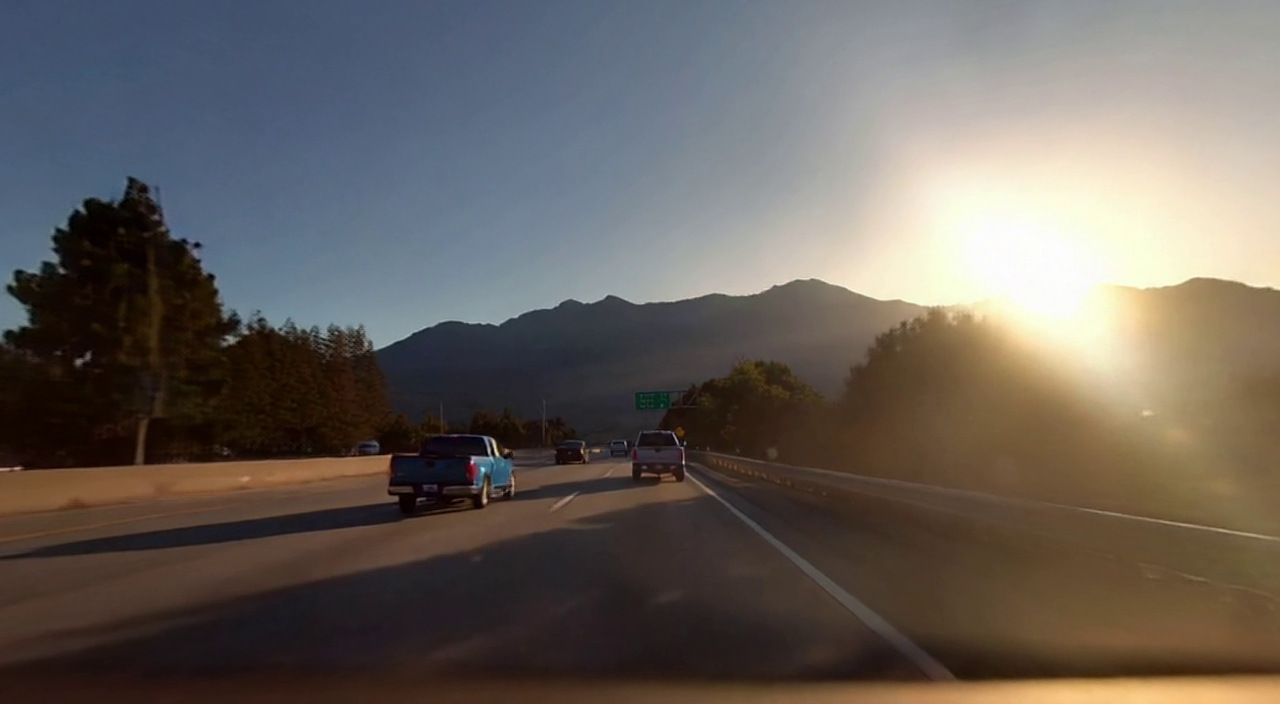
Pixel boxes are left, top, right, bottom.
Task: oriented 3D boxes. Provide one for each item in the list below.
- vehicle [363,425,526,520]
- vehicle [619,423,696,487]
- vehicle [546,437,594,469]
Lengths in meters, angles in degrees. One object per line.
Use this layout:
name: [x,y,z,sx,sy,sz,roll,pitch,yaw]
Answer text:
vehicle: [-3.725,2.370,12.886,1.959,1.604,4.065,0,-8,1]
vehicle: [0.553,3.405,21.070,2.229,1.837,5.387,-1,-8,1]
vehicle: [-3.778,5.529,34.757,2.106,1.651,4.040,-1,-8,1]
